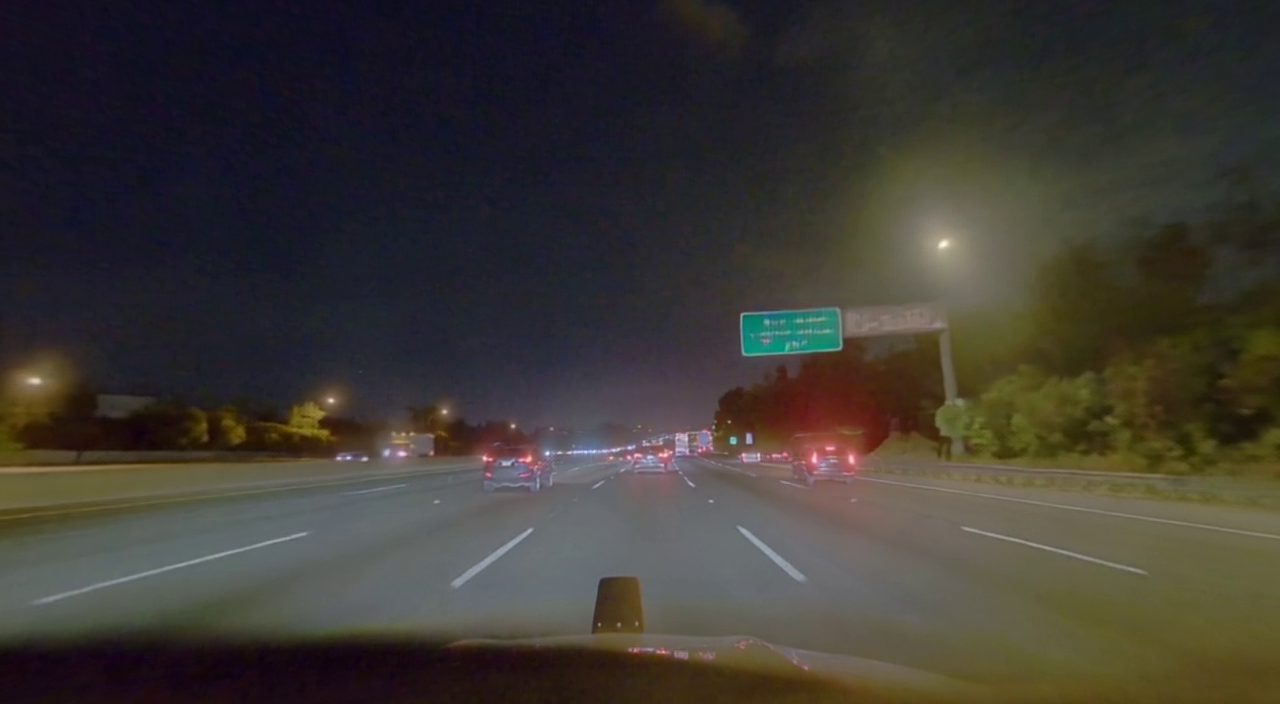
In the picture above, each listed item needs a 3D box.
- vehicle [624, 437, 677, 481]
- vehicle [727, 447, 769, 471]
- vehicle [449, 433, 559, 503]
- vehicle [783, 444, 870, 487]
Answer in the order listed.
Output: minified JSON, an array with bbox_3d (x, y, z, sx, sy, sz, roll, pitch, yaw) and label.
[{"bbox_3d":[0.494,4.987,29.594,2.270,1.862,4.949,0,-9,1],"label":"vehicle"},{"bbox_3d":[7.044,7.032,41.529,2.005,1.456,4.287,0,-9,0],"label":"vehicle"},{"bbox_3d":[-3.774,3.311,18.345,2.142,1.759,4.297,0,-9,2],"label":"vehicle"},{"bbox_3d":[6.977,4.280,24.058,1.936,1.480,4.373,0,-9,0],"label":"vehicle"}]
